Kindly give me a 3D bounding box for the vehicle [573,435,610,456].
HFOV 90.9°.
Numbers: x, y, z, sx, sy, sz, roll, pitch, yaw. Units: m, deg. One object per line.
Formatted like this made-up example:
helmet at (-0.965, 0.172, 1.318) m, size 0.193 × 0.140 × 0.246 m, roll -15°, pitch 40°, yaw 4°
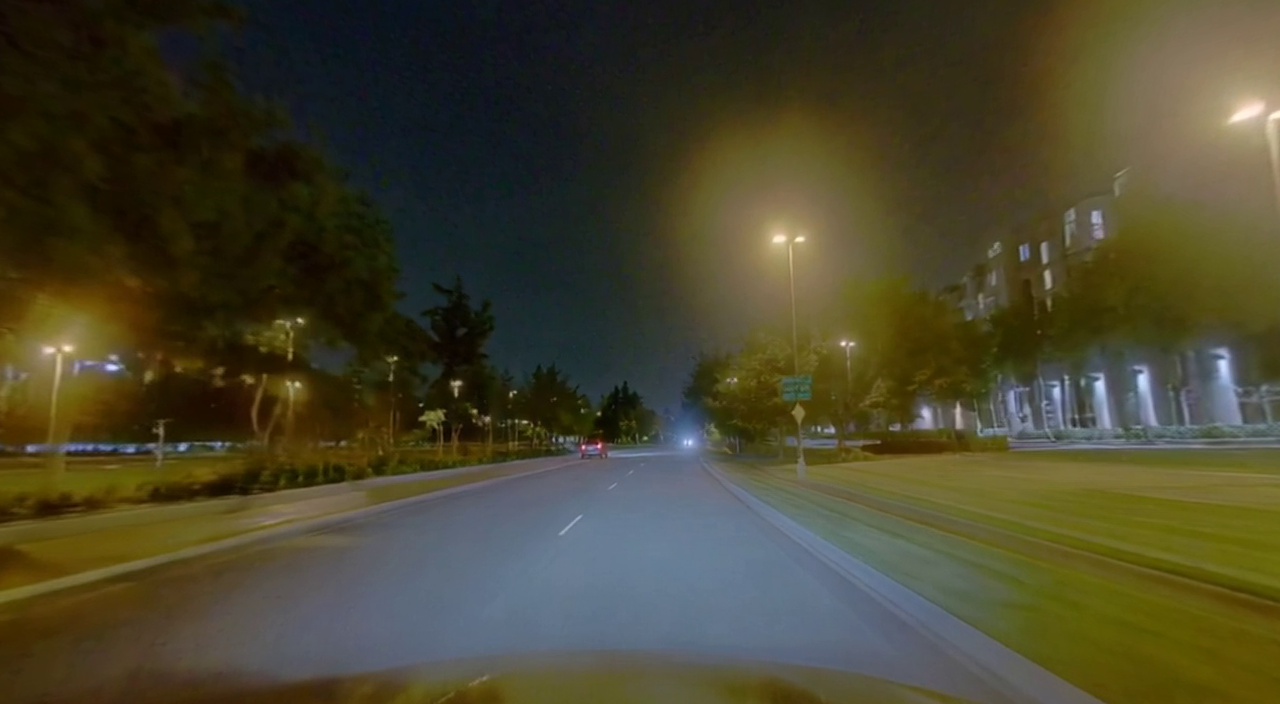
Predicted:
vehicle at (-3.570, 6.970, 47.051) m, size 1.945 × 1.461 × 4.605 m, roll -1°, pitch -8°, yaw 6°
